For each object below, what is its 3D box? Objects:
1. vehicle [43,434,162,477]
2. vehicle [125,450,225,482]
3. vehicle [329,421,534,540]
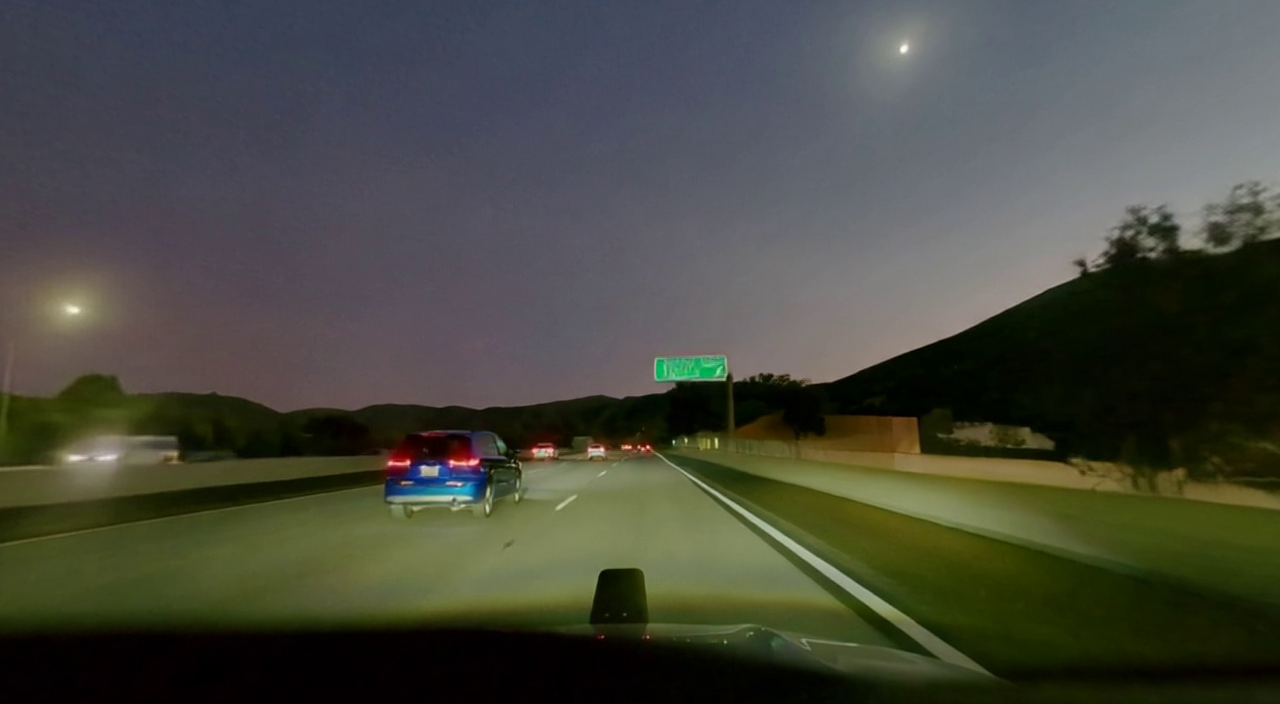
[{"bbox_3d":[-31.968,6.151,37.822,2.229,2.393,5.408,0,-8,1],"label":"vehicle"},{"bbox_3d":[-24.345,5.935,33.230,1.790,1.492,4.509,0,-8,0],"label":"vehicle"},{"bbox_3d":[-3.411,2.194,11.448,2.138,1.718,4.415,0,-8,1],"label":"vehicle"}]
